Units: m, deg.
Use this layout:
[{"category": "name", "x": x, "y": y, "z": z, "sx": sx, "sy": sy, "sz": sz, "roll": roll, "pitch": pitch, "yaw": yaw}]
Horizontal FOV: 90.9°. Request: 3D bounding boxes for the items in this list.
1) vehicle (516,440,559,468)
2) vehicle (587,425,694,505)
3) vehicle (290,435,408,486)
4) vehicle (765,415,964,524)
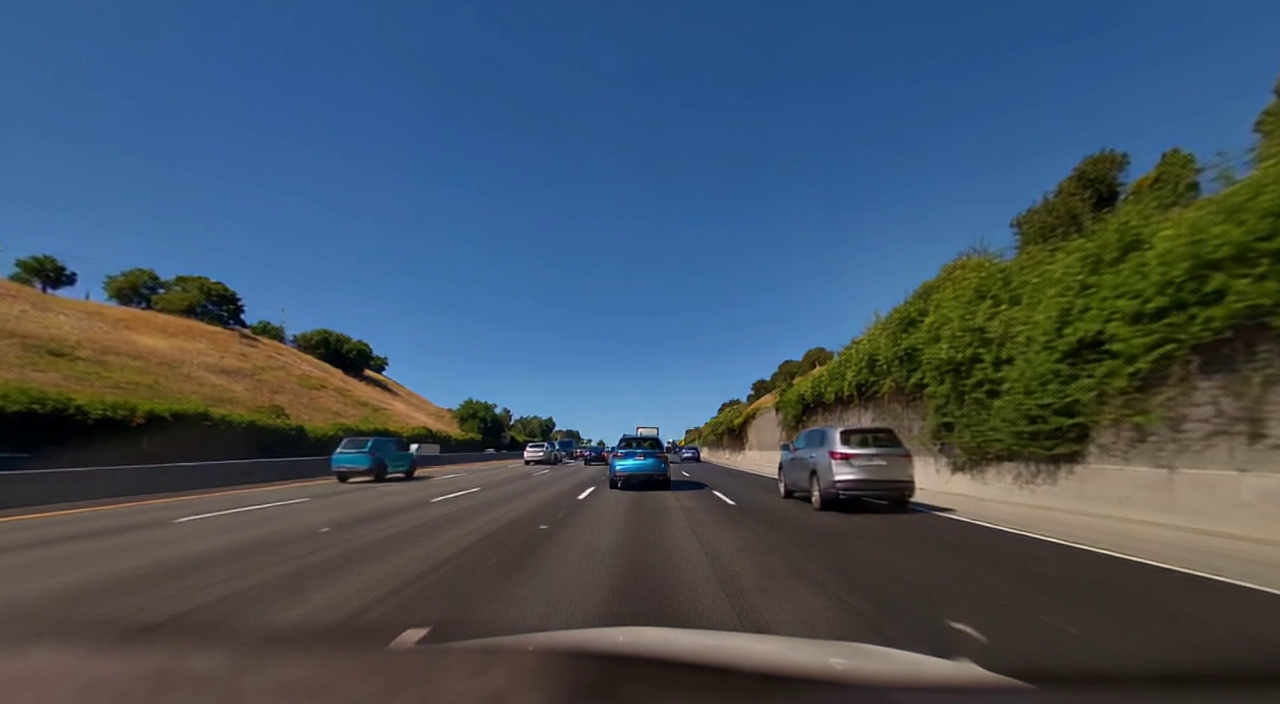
[{"category": "vehicle", "x": -6.783, "y": 6.798, "z": 42.108, "sx": 2.024, "sy": 1.706, "sz": 4.462, "roll": 0, "pitch": -9, "yaw": 1}, {"category": "vehicle", "x": 0.033, "y": 2.901, "z": 16.568, "sx": 2.447, "sy": 1.804, "sz": 4.273, "roll": 0, "pitch": -9, "yaw": 1}, {"category": "vehicle", "x": -11.261, "y": 4.229, "z": 24.938, "sx": 2.223, "sy": 1.781, "sz": 5.098, "roll": 0, "pitch": -9, "yaw": 0}, {"category": "vehicle", "x": 4.422, "y": 2.459, "z": 13.774, "sx": 2.204, "sy": 1.852, "sz": 5.845, "roll": 0, "pitch": -9, "yaw": 0}]
